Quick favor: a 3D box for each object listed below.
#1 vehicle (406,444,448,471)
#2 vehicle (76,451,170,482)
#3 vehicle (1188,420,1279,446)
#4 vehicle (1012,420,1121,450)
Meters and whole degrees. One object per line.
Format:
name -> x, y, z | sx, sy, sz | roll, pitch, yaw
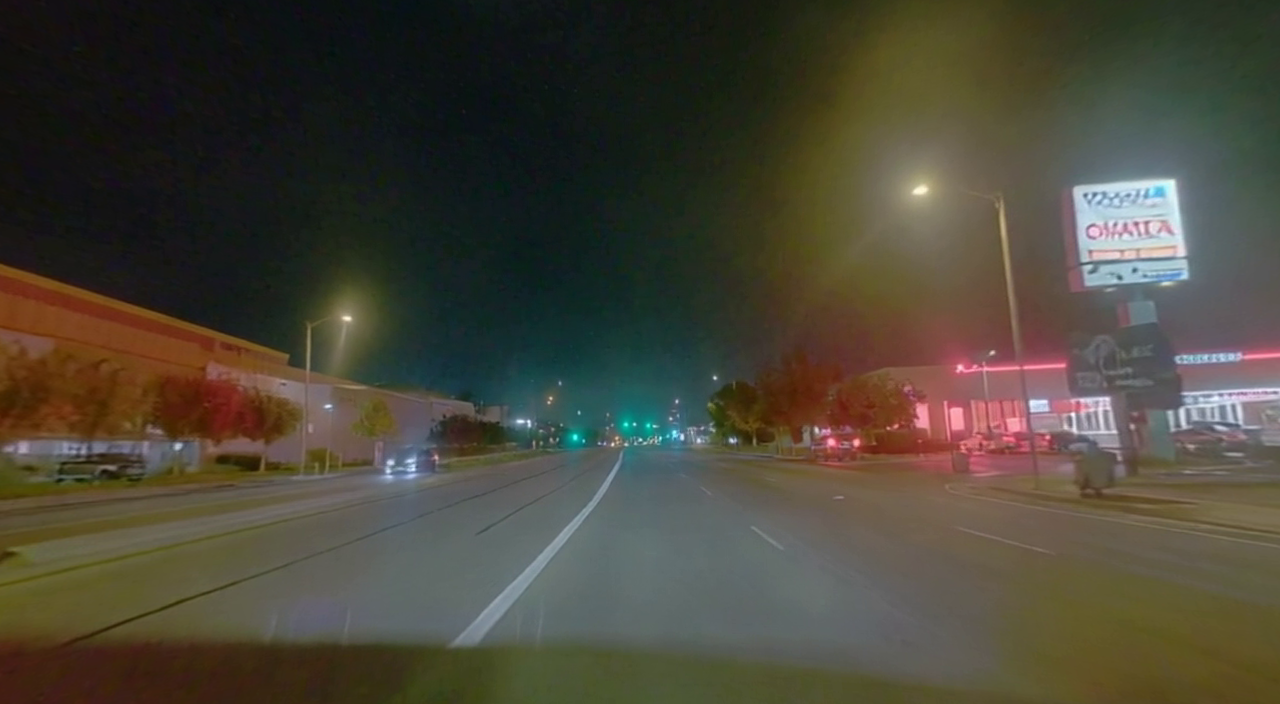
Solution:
vehicle -> -12.621, 6.251, 37.652 | 2.090, 1.502, 4.767 | 2, -9, -16
vehicle -> -26.260, 5.763, 32.084 | 4.316, 1.464, 1.771 | -4, -9, 23
vehicle -> 34.734, 4.673, 36.340 | 4.571, 1.486, 1.881 | 0, -8, 0
vehicle -> 21.935, 4.301, 32.631 | 4.171, 1.492, 1.999 | 0, -8, 2
